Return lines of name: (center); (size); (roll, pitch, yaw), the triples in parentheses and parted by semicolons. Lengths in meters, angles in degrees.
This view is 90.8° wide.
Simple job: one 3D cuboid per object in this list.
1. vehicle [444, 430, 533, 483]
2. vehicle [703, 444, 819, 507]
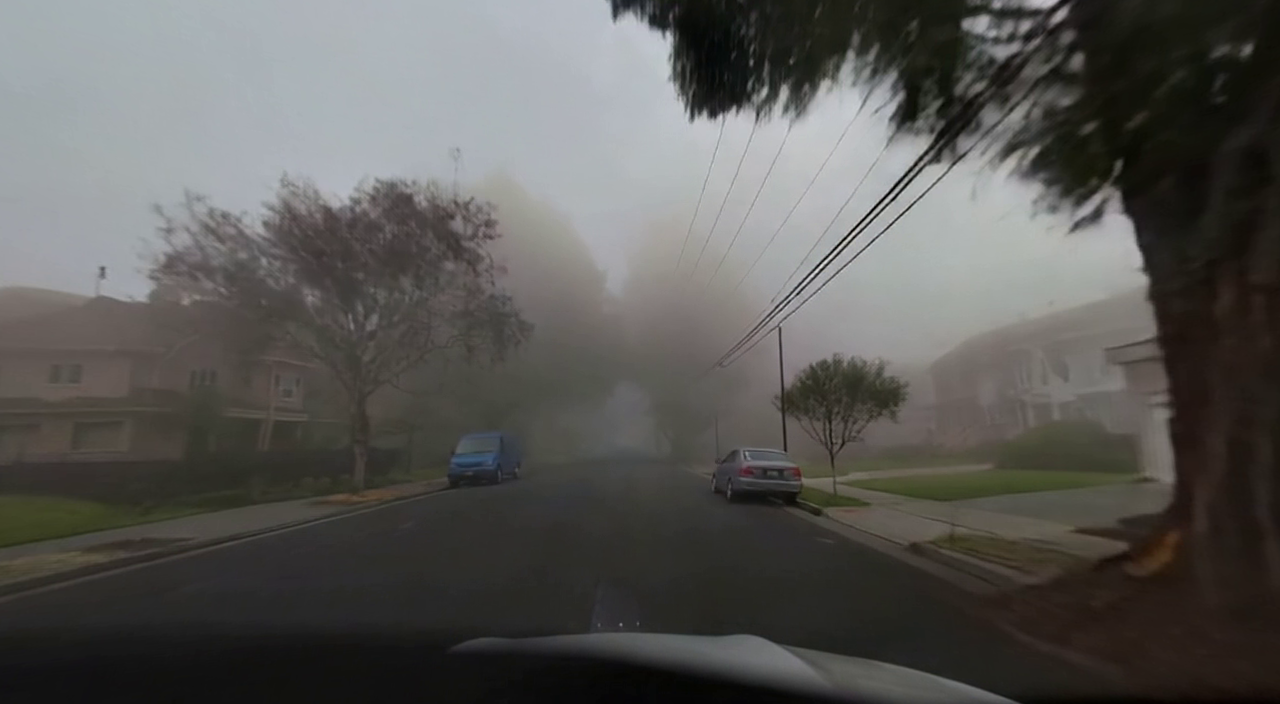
vehicle: (-6.020, 4.227, 25.831); (2.263, 1.915, 5.071); (-1, -9, 1)
vehicle: (3.075, 3.233, 17.109); (1.944, 1.439, 4.500); (1, -8, -4)
